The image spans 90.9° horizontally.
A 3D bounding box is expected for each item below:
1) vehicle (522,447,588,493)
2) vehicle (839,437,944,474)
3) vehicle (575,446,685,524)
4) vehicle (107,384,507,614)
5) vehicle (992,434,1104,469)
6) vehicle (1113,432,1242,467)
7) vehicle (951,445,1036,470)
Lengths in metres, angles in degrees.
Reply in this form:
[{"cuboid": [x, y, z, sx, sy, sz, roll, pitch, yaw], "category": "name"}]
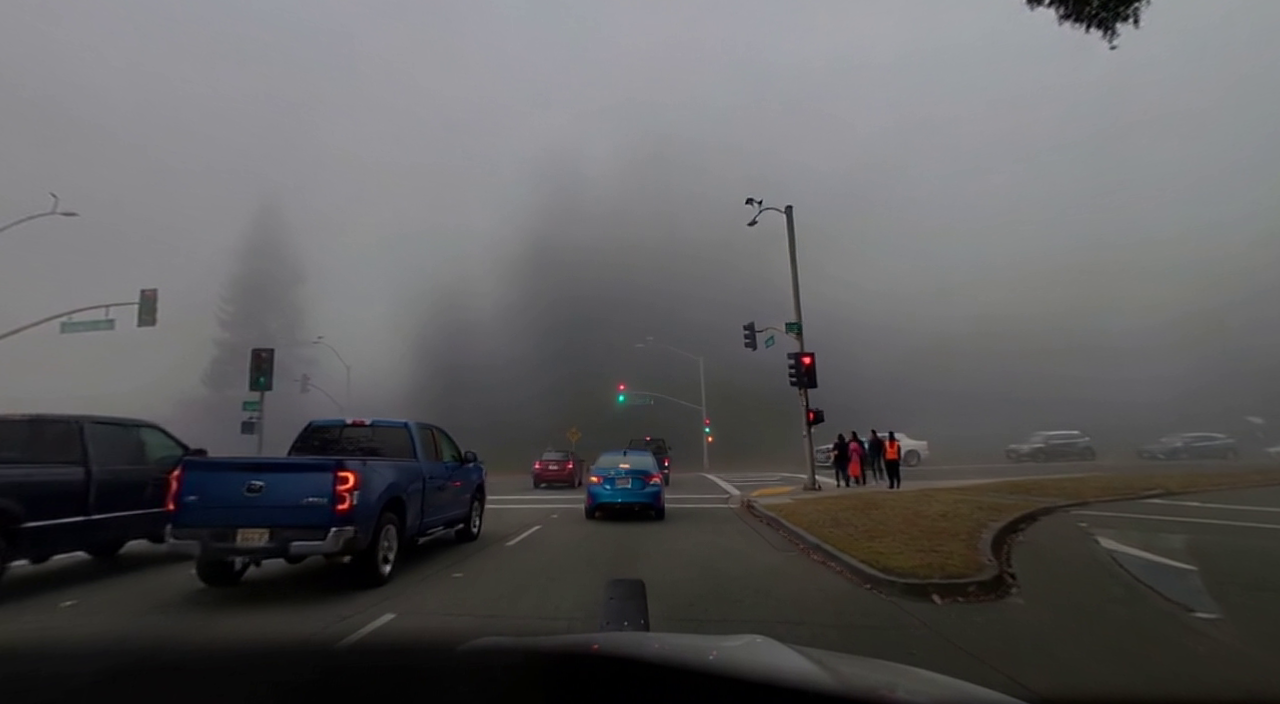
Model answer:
[{"cuboid": [-3.314, 4.726, 25.680, 2.003, 1.655, 4.878, 0, -9, 0], "category": "vehicle"}, {"cuboid": [12.436, 5.126, 31.346, 4.394, 1.724, 1.886, 0, -9, 1], "category": "vehicle"}, {"cuboid": [-0.164, 2.940, 14.597, 2.144, 1.497, 4.446, 0, -9, 1], "category": "vehicle"}, {"cuboid": [-3.420, 1.633, 8.005, 2.202, 1.961, 4.980, 0, -9, 2], "category": "vehicle"}, {"cuboid": [22.159, 5.426, 34.376, 4.529, 1.786, 2.110, -1, -9, 2], "category": "vehicle"}, {"cuboid": [29.165, 5.301, 34.350, 4.967, 1.794, 2.044, -1, -9, 3], "category": "vehicle"}, {"cuboid": [21.364, 6.389, 38.202, 3.983, 1.443, 1.831, 0, -9, 1], "category": "vehicle"}]
